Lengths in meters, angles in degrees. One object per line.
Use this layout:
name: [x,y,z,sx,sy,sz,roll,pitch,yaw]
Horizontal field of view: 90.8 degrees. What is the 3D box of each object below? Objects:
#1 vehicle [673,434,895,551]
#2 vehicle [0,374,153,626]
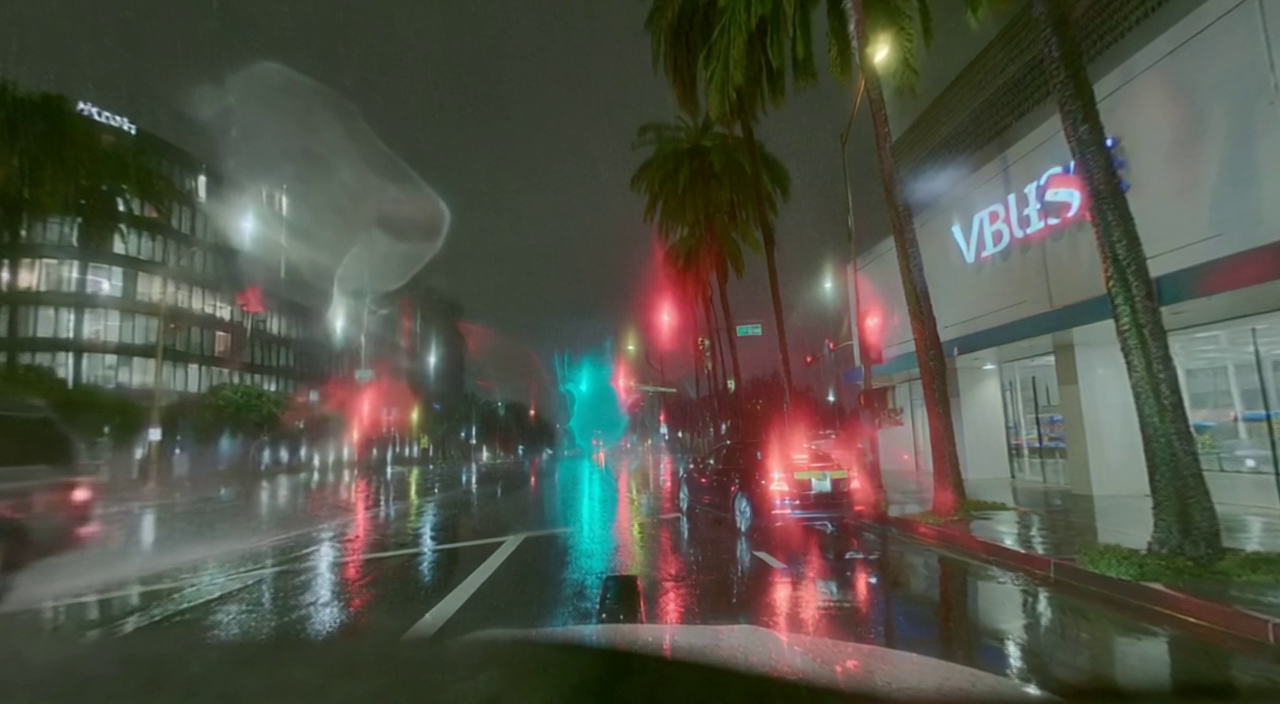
vehicle: [1.982,2.137,10.474,2.090,1.466,4.676,1,-8,-7]
vehicle: [-6.124,0.975,3.627,2.190,1.964,5.614,0,-8,0]
